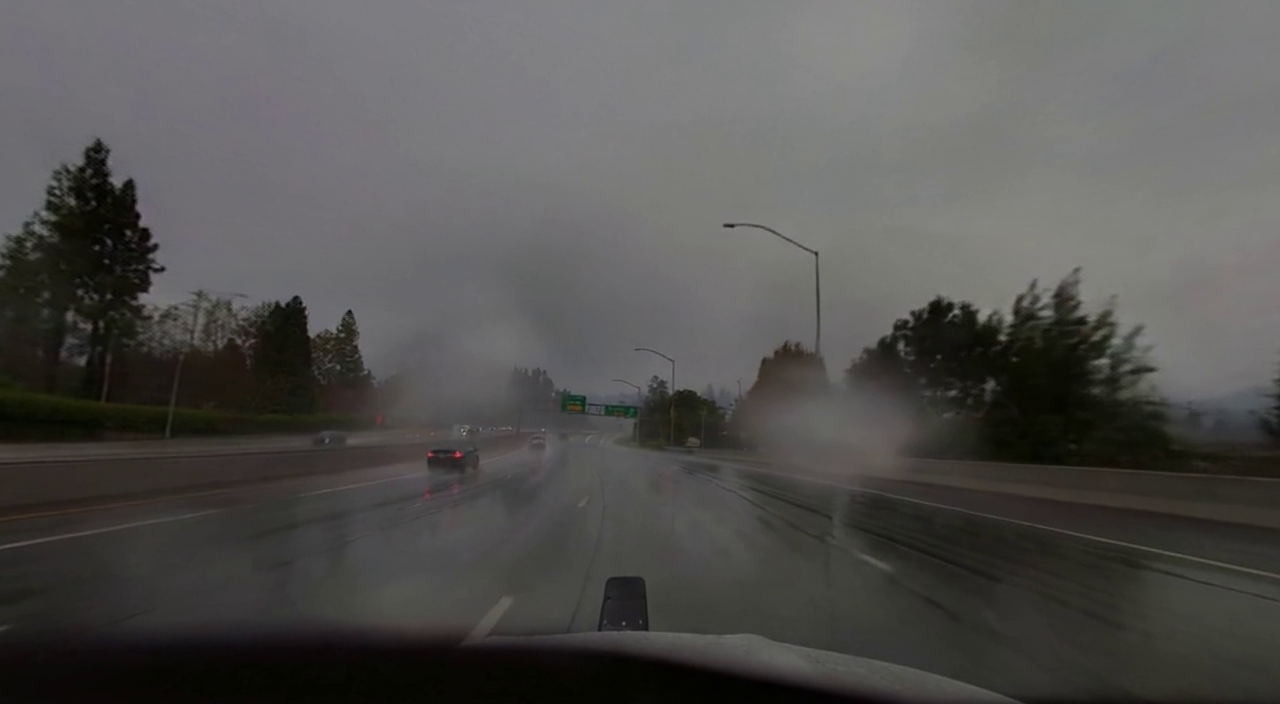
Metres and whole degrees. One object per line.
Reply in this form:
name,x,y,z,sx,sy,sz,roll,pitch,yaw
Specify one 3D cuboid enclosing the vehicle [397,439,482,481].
vehicle,-7.719,4.179,24.767,2.025,1.494,4.495,0,-8,-2
